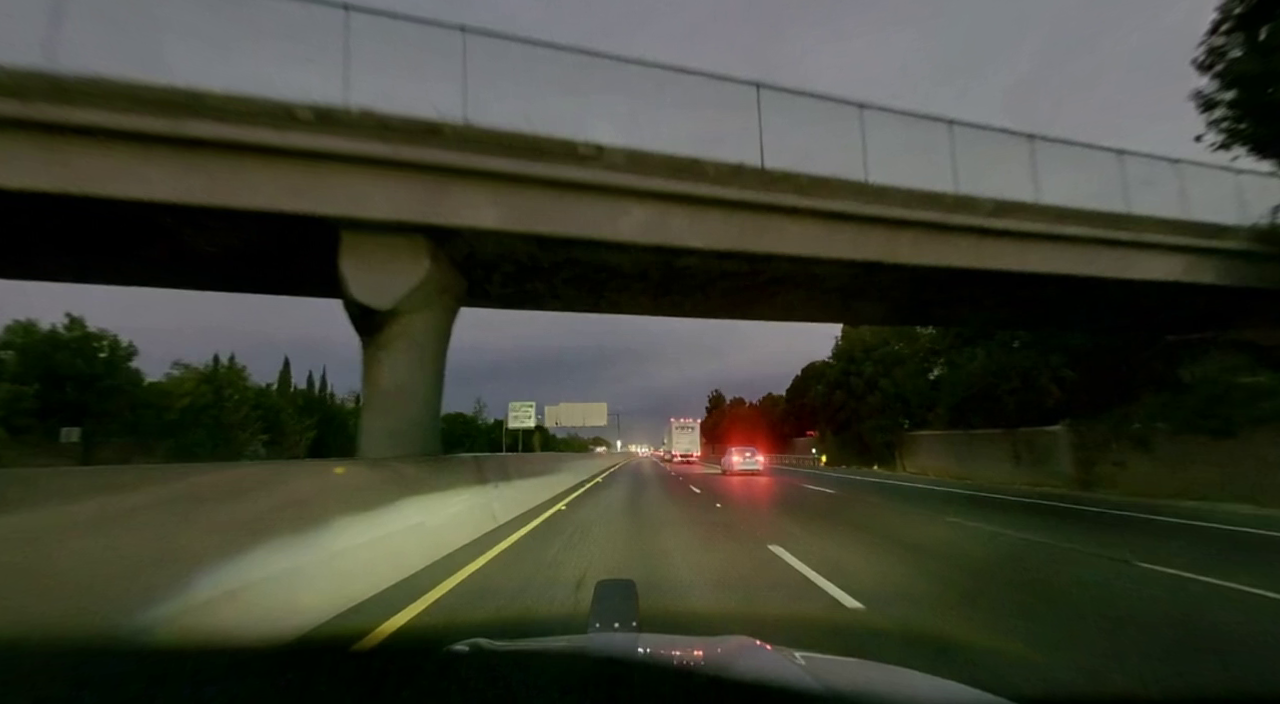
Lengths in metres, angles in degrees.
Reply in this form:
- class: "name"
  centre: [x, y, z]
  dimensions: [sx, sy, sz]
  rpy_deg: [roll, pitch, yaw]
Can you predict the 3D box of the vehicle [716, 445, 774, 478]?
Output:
- class: "vehicle"
  centre: [5.074, 5.328, 30.830]
  dimensions: [1.917, 1.471, 4.149]
  rpy_deg: [0, -9, -3]
